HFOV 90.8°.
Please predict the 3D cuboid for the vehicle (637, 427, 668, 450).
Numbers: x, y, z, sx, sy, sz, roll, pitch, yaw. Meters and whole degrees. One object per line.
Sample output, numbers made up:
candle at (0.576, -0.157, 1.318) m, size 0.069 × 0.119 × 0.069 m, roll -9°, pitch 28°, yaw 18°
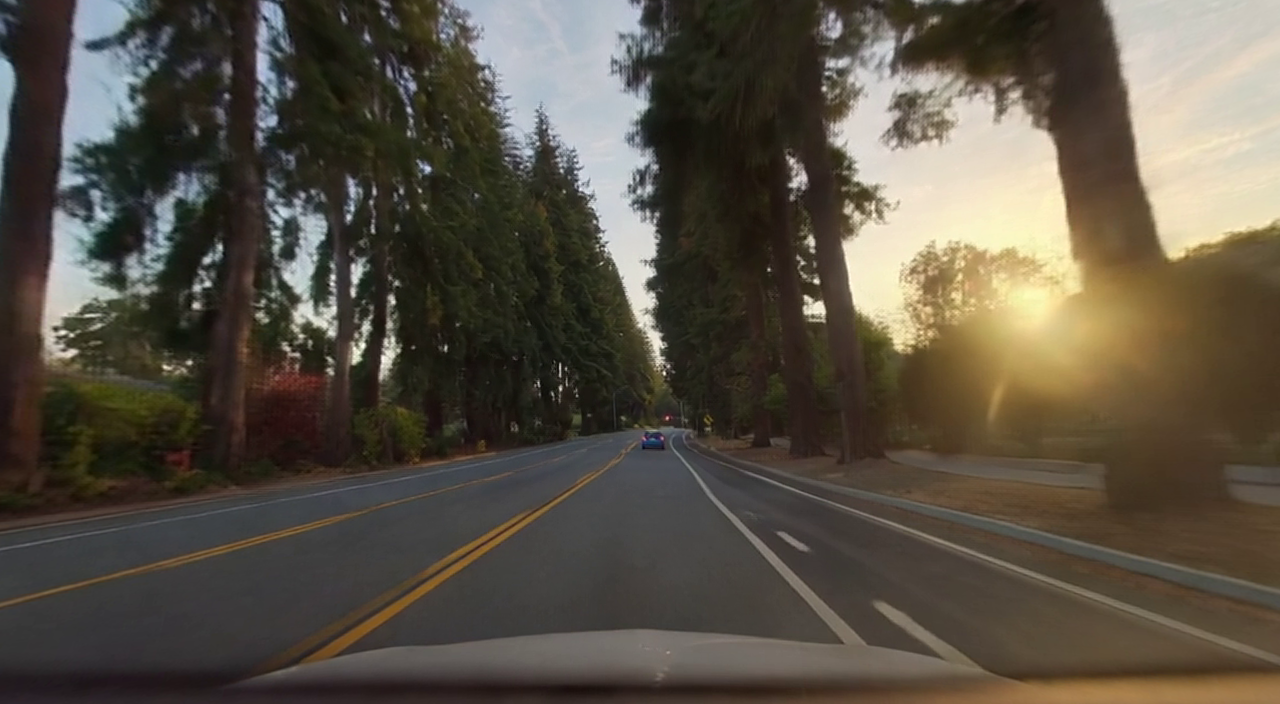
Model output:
vehicle at (0.883, 6.038, 44.031) m, size 2.067 × 1.486 × 3.861 m, roll -1°, pitch -8°, yaw 2°
